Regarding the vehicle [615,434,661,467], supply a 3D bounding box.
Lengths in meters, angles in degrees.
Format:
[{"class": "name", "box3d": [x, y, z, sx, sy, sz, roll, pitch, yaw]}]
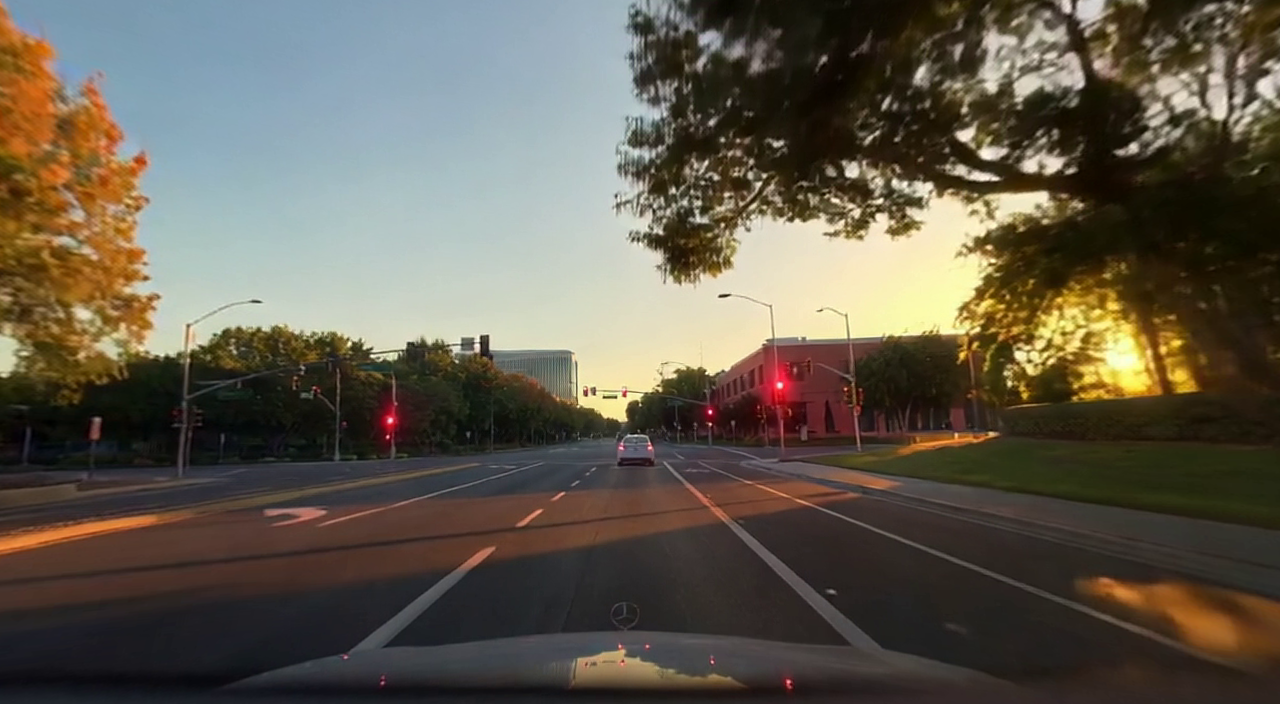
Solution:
[{"class": "vehicle", "box3d": [-0.122, 4.769, 30.593, 2.107, 1.470, 3.974, 0, -9, -1]}]
